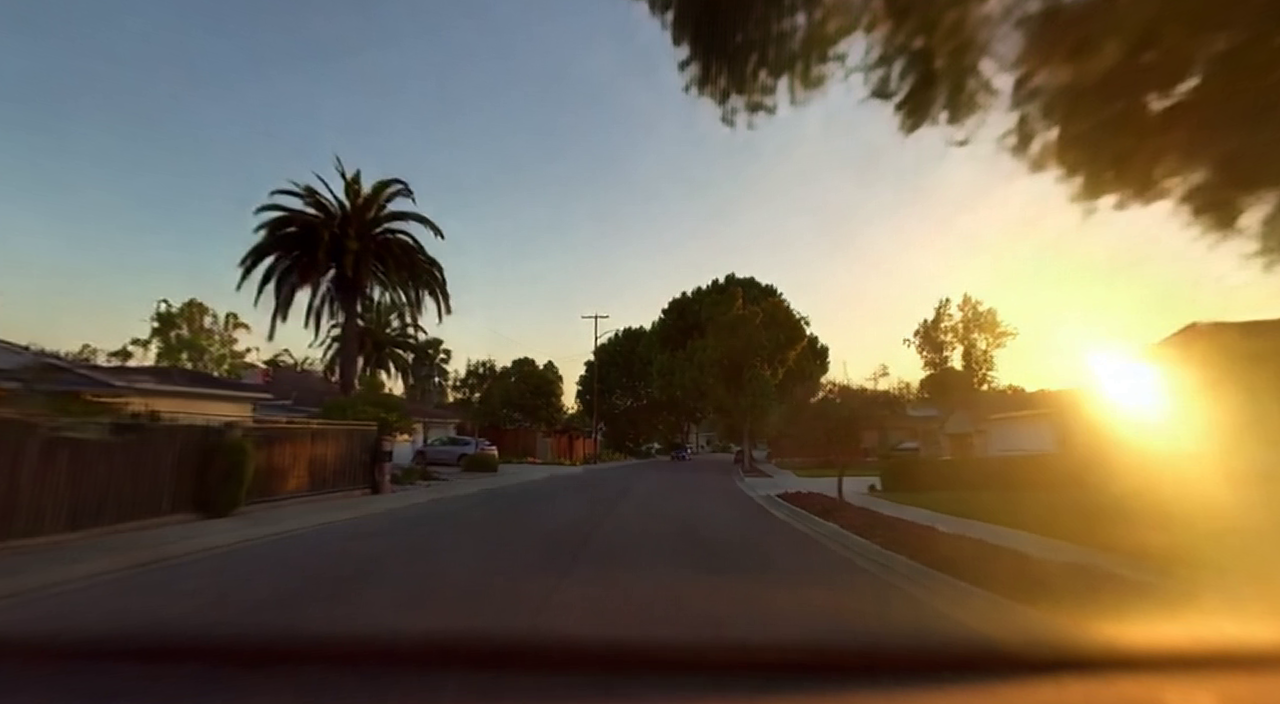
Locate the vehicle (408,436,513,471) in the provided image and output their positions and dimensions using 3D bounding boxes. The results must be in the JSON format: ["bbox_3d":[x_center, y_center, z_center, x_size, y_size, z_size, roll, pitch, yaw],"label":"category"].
[{"bbox_3d":[-10.522,5.976,37.283,5.497,1.983,2.191,-1,-9,5],"label":"vehicle"}]
